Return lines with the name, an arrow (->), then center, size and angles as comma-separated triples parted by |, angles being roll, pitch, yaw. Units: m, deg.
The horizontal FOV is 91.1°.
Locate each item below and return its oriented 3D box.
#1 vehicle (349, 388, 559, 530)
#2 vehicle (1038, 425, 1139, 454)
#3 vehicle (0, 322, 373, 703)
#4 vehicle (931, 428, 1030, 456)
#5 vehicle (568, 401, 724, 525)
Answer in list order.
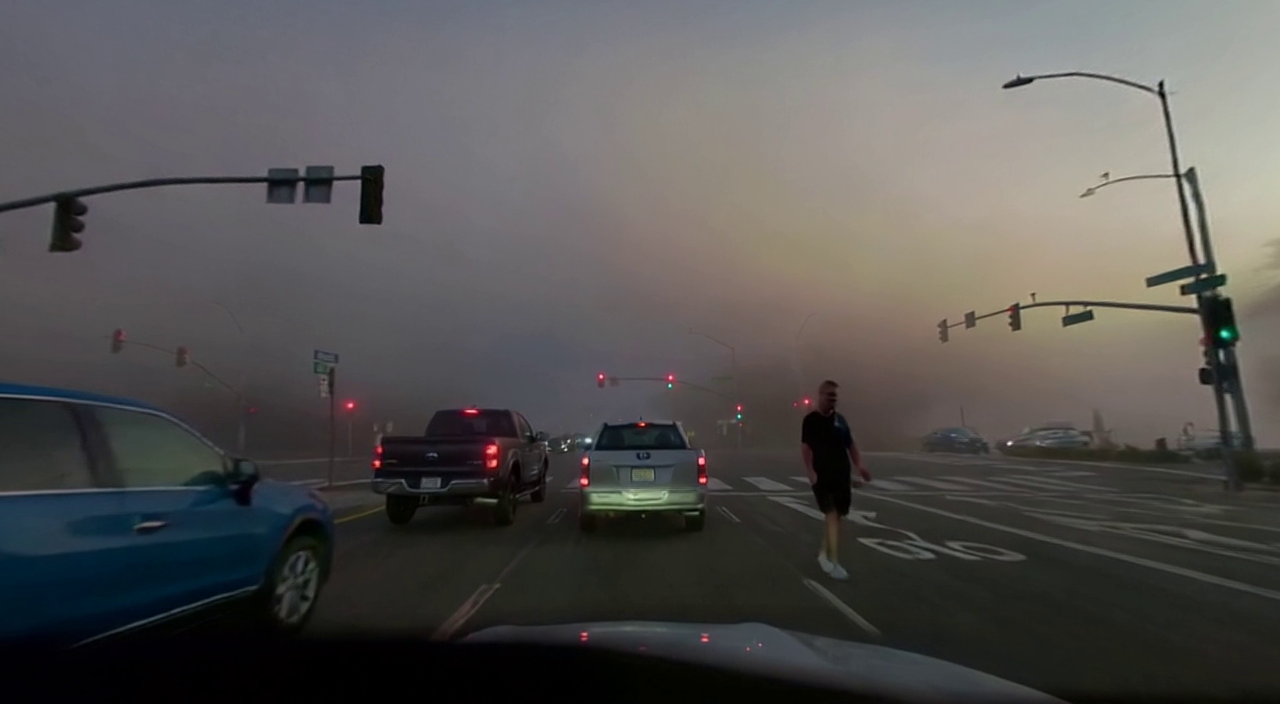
vehicle -> -2.846, 1.813, 11.040 | 2.220, 1.926, 4.870 | 0, -8, -1
vehicle -> 28.213, 5.535, 39.598 | 4.849, 1.759, 2.041 | 0, -8, -2
vehicle -> -3.311, 0.867, 3.050 | 2.006, 1.707, 4.448 | 0, -8, 1
vehicle -> 19.560, 5.193, 36.207 | 4.624, 1.601, 1.871 | 0, -8, -3
vehicle -> 0.039, 1.914, 11.306 | 2.204, 1.738, 4.690 | 0, -8, -1
